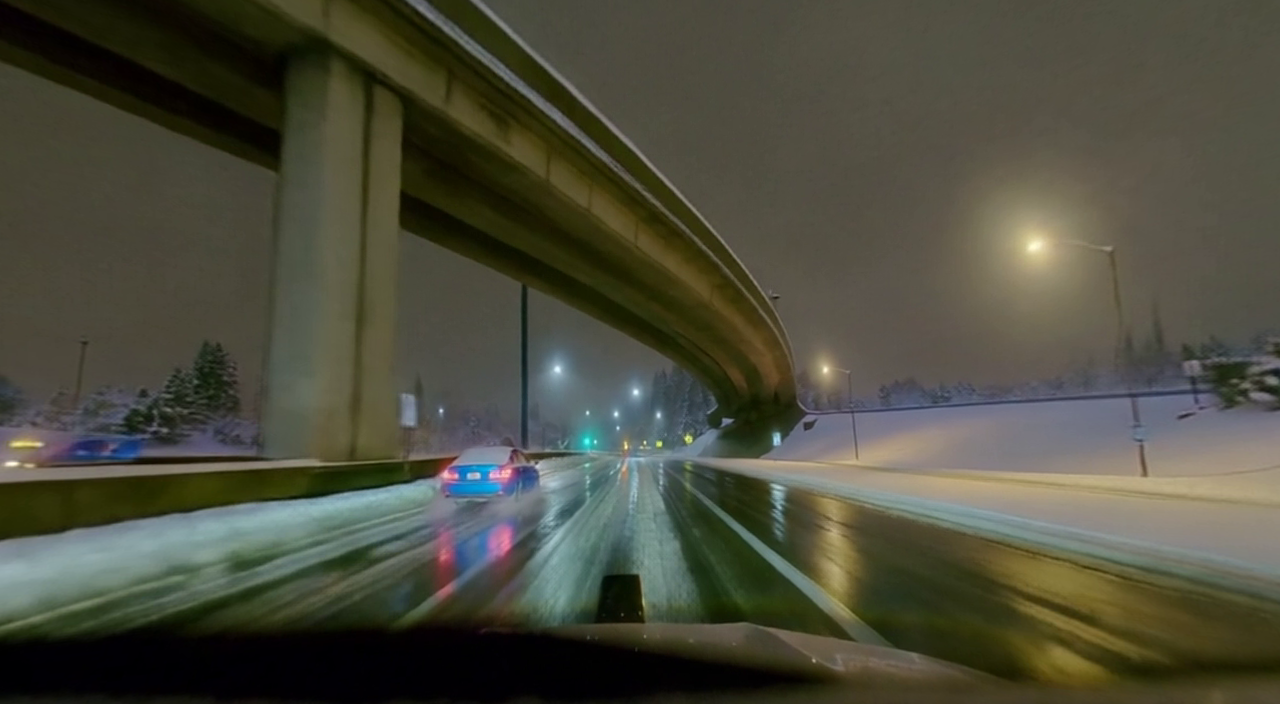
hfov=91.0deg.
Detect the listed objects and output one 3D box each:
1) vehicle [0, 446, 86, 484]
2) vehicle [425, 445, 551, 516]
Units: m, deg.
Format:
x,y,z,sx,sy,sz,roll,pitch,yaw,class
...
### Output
x,y,z,sx,sy,sz,roll,pitch,yaw,class
-26.197,4.721,26.532,1.819,1.471,4.226,0,-9,0,vehicle
-3.521,3.056,15.502,2.044,1.478,4.114,0,-9,0,vehicle
